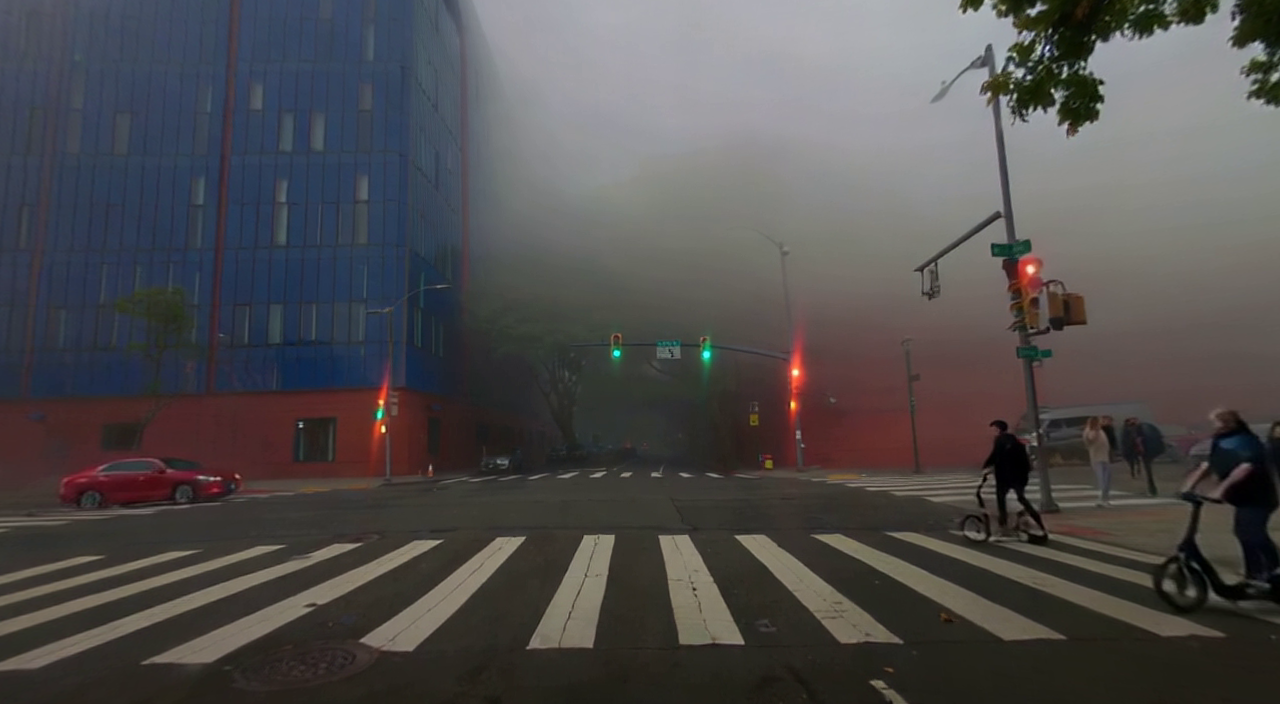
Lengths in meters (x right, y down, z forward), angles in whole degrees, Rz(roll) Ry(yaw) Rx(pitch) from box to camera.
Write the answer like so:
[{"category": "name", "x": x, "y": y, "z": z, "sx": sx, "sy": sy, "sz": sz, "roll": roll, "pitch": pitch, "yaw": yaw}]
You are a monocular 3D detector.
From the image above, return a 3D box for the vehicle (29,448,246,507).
[{"category": "vehicle", "x": -14.993, "y": 3.741, "z": 19.131, "sx": 4.641, "sy": 1.616, "sz": 2.051, "roll": 1, "pitch": -8, "yaw": -6}]
